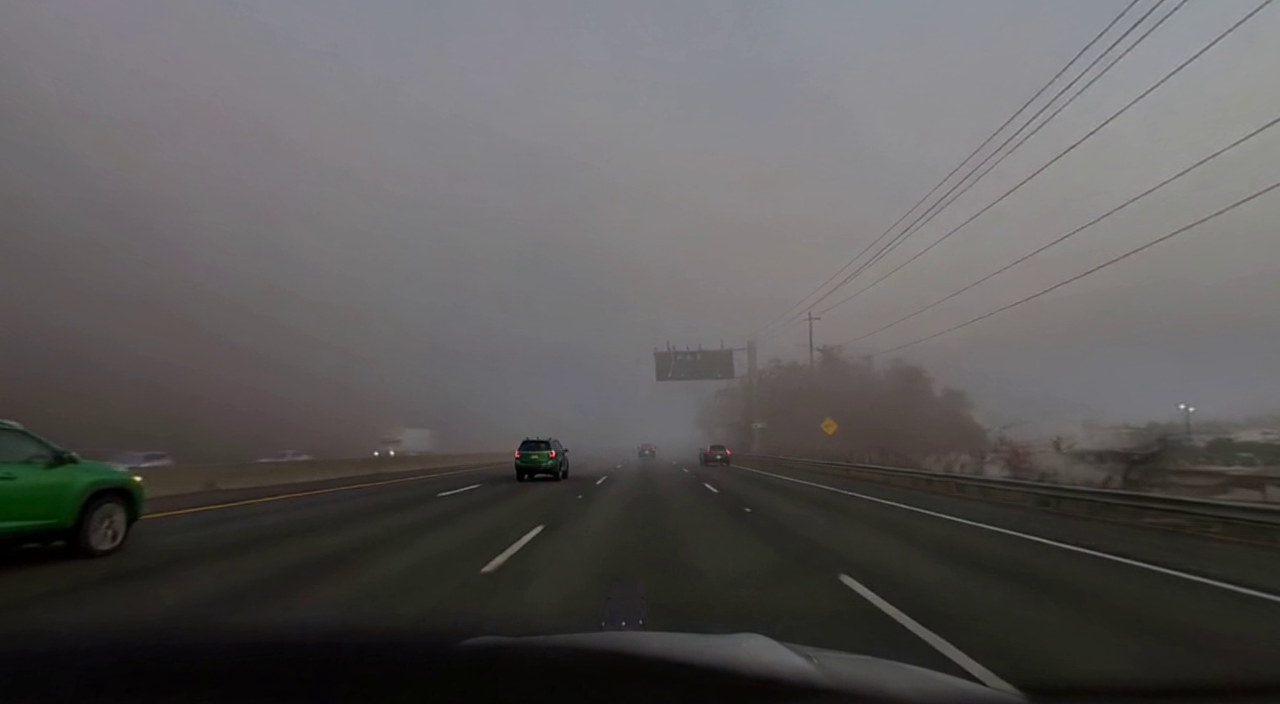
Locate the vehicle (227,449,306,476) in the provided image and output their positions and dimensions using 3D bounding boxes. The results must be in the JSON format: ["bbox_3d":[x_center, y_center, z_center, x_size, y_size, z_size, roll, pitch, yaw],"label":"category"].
[{"bbox_3d":[-22.009,6.492,37.395,1.847,1.456,4.504,0,-8,2],"label":"vehicle"}]

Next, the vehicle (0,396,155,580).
[{"bbox_3d":[-7.433,1.269,5.684,2.162,1.805,4.853,0,-8,1],"label":"vehicle"}]

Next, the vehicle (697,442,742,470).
[{"bbox_3d":[4.516,5.951,36.395,1.964,1.479,4.252,0,-8,-1],"label":"vehicle"}]

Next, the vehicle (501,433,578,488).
[{"bbox_3d":[-3.360,3.712,21.904,1.961,1.704,4.052,0,-8,1],"label":"vehicle"}]
